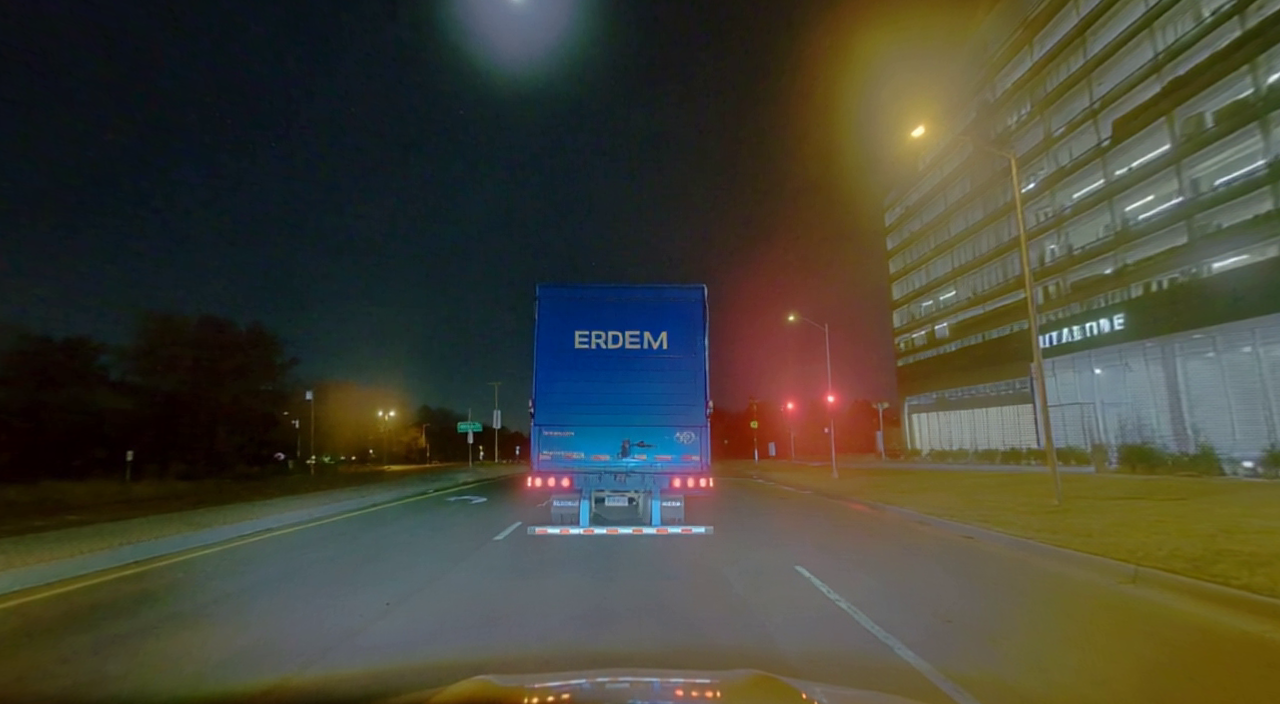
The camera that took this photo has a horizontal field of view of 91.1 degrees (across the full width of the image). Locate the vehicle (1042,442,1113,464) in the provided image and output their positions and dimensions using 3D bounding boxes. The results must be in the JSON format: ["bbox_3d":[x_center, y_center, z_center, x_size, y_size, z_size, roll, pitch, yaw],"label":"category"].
[{"bbox_3d":[31.374,7.216,45.144,1.652,1.423,3.797,5,-9,-35],"label":"vehicle"}]

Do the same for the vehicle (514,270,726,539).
[{"bbox_3d":[-0.183,1.307,13.389,2.876,3.724,9.351,-1,-8,1],"label":"vehicle"}]
